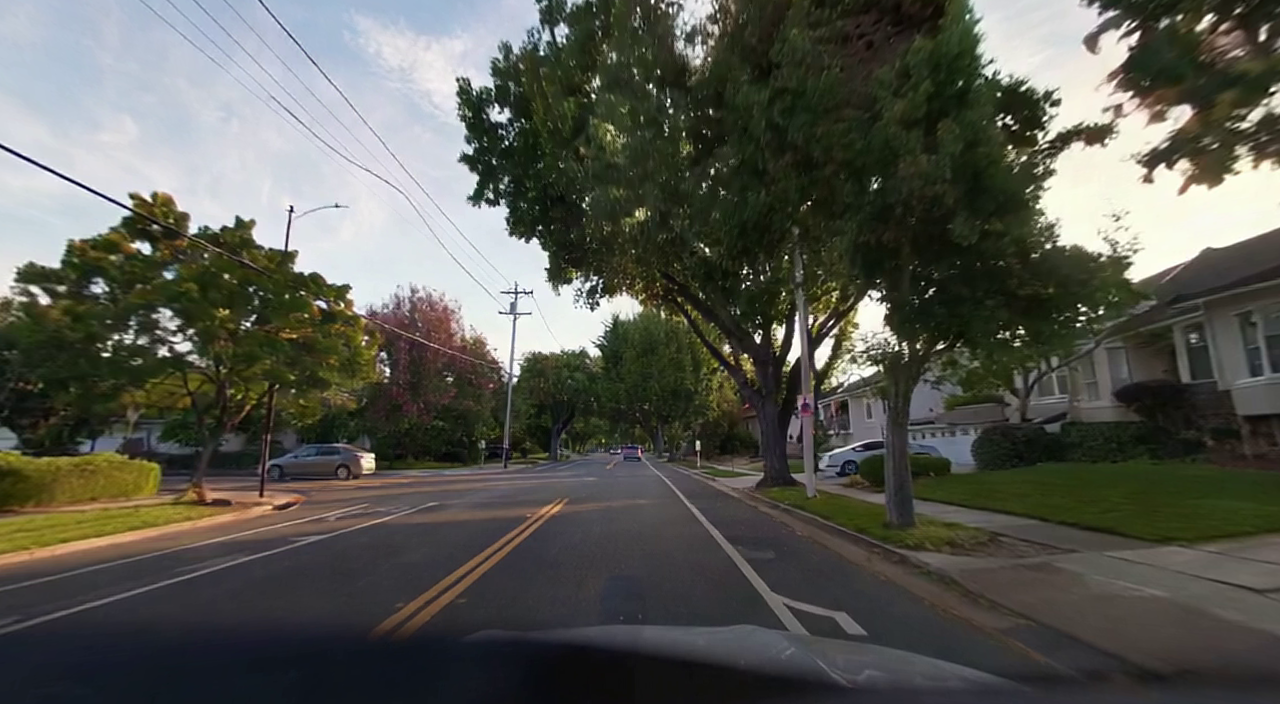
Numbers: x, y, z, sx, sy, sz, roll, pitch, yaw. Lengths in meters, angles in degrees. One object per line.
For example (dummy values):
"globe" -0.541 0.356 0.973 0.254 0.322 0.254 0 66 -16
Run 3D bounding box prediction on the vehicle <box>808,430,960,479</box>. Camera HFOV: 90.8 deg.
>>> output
"vehicle" 8.993 3.840 23.750 4.953 1.704 1.952 -1 -9 10

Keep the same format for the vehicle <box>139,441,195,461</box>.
"vehicle" -35.079 7.359 46.931 1.533 1.417 3.342 0 -9 1

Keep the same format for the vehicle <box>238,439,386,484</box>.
"vehicle" -14.383 4.826 27.954 5.217 1.866 2.342 0 -9 1

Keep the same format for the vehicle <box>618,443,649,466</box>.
"vehicle" -0.487 7.985 49.445 2.303 1.747 4.679 0 -8 0
